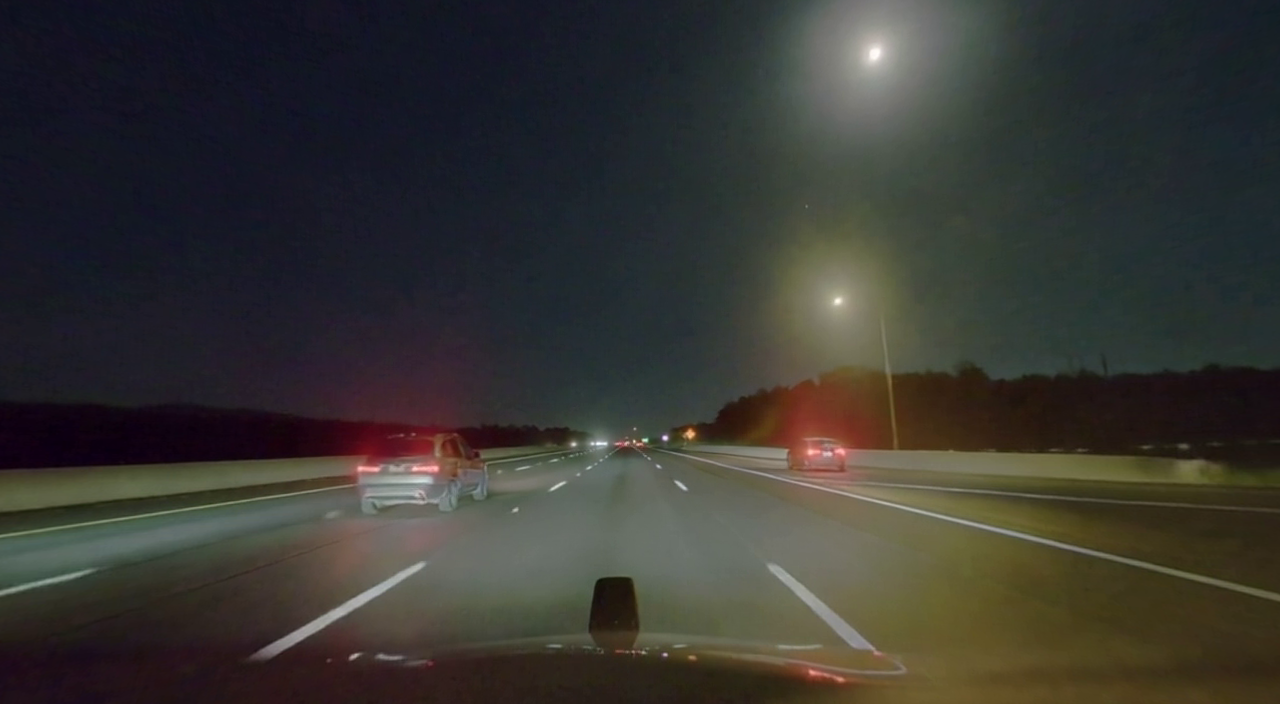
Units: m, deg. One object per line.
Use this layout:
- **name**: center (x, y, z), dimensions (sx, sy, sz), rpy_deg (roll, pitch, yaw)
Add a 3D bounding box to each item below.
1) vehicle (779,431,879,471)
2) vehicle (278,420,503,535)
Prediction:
- **vehicle**: center (8.460, 4.485, 28.775), dimensions (2.136, 1.641, 4.964), rpy_deg (1, -8, -13)
- **vehicle**: center (-4.246, 2.208, 11.888), dimensions (2.200, 1.662, 5.091), rpy_deg (-1, -8, 0)
